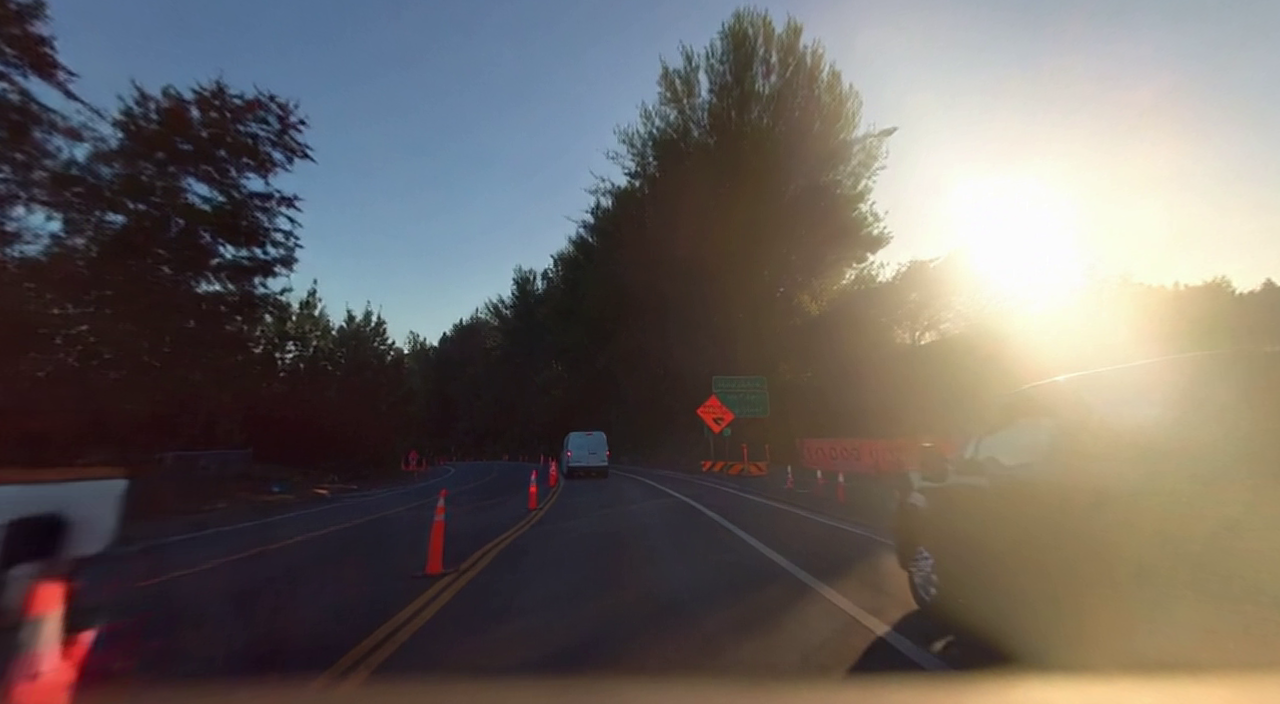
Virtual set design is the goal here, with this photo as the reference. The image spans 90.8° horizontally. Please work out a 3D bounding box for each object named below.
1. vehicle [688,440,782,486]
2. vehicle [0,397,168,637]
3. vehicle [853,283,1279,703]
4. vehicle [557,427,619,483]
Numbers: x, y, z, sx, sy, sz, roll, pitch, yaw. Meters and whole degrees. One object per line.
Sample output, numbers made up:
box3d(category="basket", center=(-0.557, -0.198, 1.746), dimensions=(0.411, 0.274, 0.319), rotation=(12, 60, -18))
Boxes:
box3d(category="vehicle", center=(2.967, 3.606, 20.755), dimensions=(2.277, 1.299, 3.889), rotation=(0, -9, -3))
box3d(category="vehicle", center=(-5.558, 1.086, 3.882), dimensions=(1.992, 1.712, 4.504), rotation=(1, -9, -4))
box3d(category="vehicle", center=(3.621, 0.840, 3.217), dimensions=(2.415, 1.932, 6.910), rotation=(1, -9, -2))
box3d(category="vehicle", center=(-2.407, 4.576, 28.192), dimensions=(2.362, 2.247, 4.892), rotation=(2, -9, -9))
